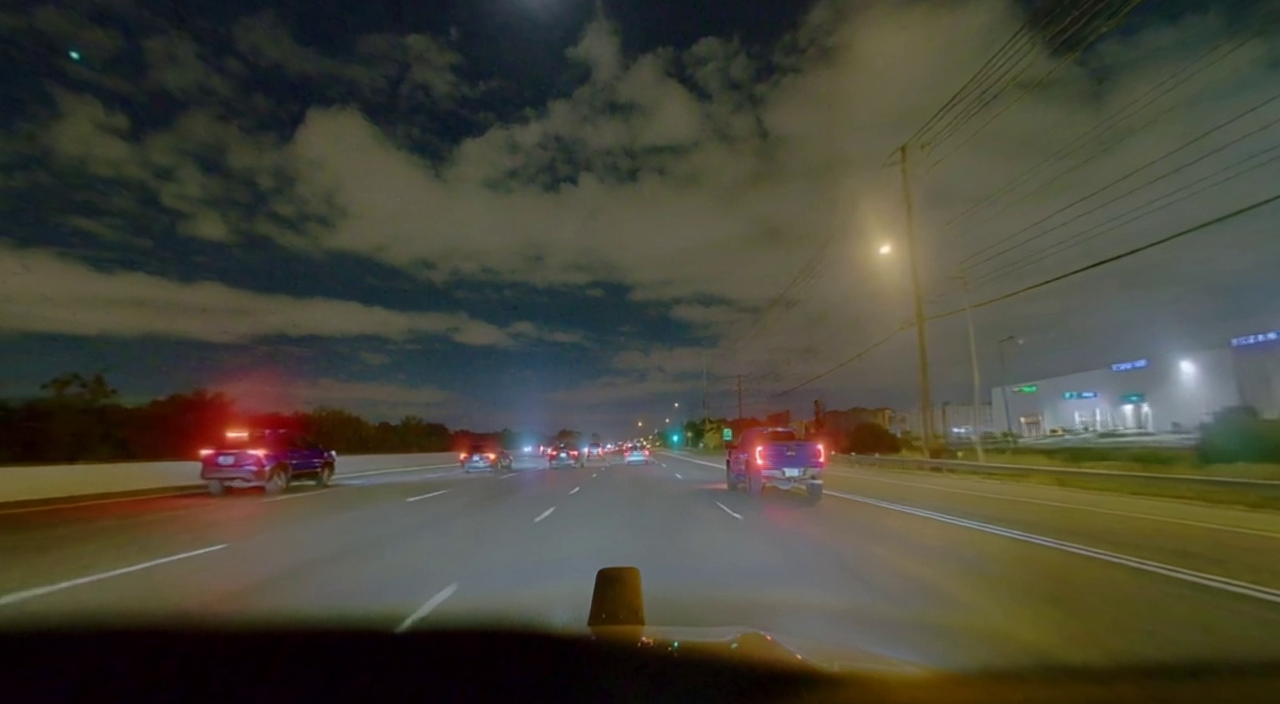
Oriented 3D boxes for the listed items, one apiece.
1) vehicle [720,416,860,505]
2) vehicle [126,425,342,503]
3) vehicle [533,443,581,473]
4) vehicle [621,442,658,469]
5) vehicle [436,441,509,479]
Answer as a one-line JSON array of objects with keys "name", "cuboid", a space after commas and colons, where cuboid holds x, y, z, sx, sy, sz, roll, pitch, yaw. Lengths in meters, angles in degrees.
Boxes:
[{"name": "vehicle", "cuboid": [3.617, 2.739, 16.426, 2.231, 1.919, 5.086, 0, -8, -2]}, {"name": "vehicle", "cuboid": [-11.242, 3.147, 18.301, 2.317, 1.881, 5.903, 0, -8, 0]}, {"name": "vehicle", "cuboid": [-4.235, 5.468, 32.798, 1.938, 1.444, 4.206, 0, -8, -1]}, {"name": "vehicle", "cuboid": [-0.059, 6.065, 37.169, 2.030, 1.471, 4.115, 0, -8, -1]}, {"name": "vehicle", "cuboid": [-7.281, 4.726, 28.010, 1.959, 1.496, 4.740, 0, -8, 0]}]
